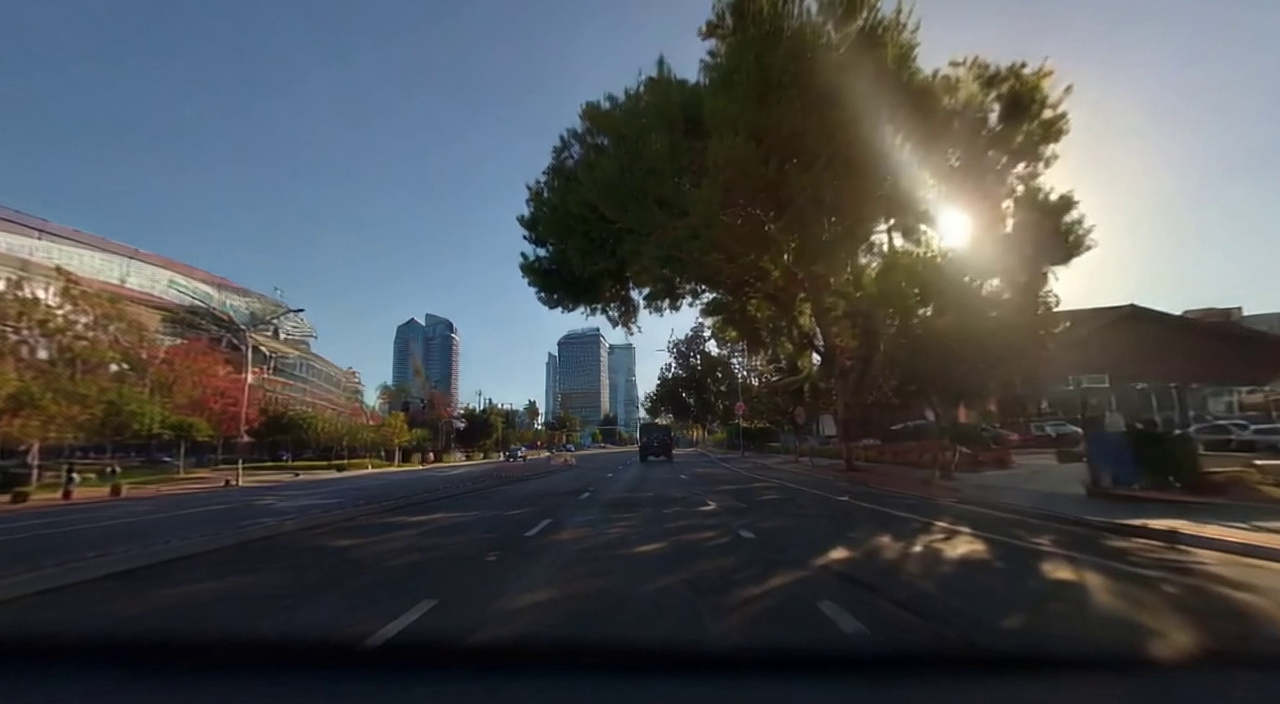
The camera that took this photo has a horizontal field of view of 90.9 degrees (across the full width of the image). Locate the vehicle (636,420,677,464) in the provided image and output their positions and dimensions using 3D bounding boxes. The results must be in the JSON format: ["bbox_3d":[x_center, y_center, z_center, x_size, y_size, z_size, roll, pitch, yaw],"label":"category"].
[{"bbox_3d":[1.177,7.128,49.960,2.843,3.120,10.422,0,-8,0],"label":"vehicle"}]
